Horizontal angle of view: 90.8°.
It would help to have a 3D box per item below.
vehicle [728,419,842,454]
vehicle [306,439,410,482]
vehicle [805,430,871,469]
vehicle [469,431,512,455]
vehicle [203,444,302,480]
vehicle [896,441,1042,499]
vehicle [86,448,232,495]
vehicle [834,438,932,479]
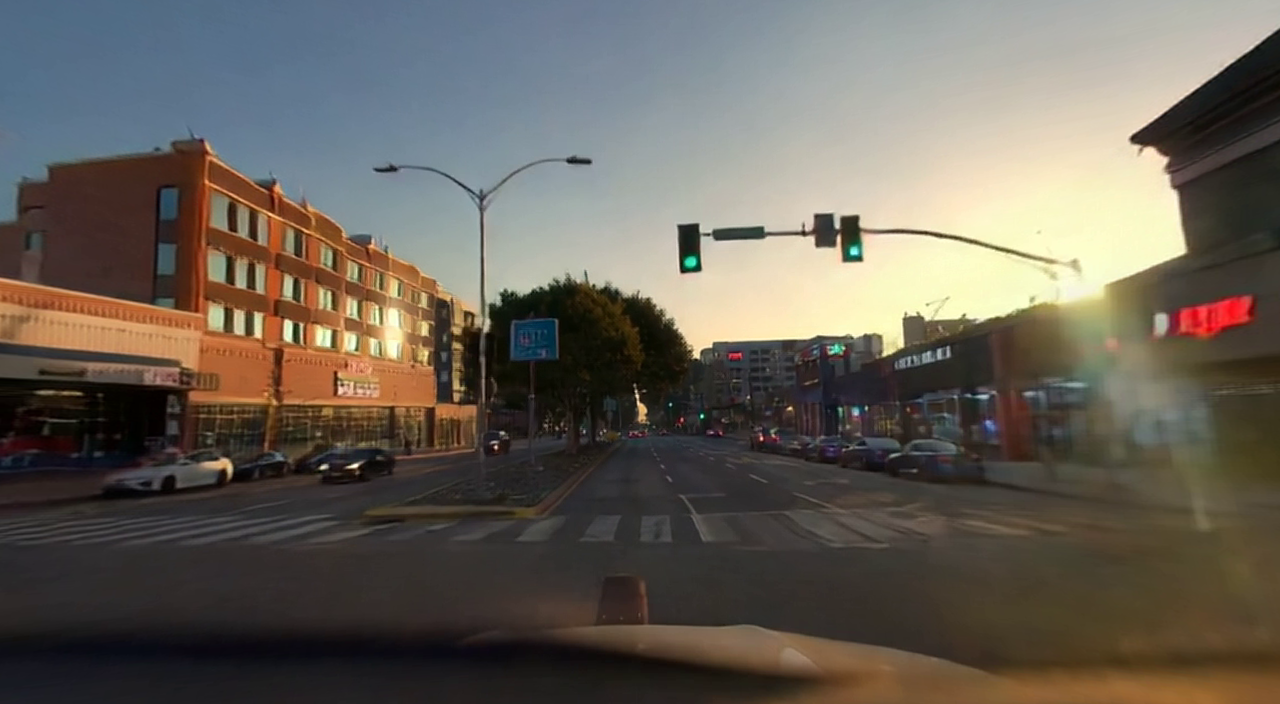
[{"bbox_3d":[9.844,6.007,44.224,6.229,2.004,6.552,-2,-10,-2],"label":"vehicle"},{"bbox_3d":[-10.974,4.235,25.040,1.943,1.501,4.626,0,-8,1],"label":"vehicle"},{"bbox_3d":[9.946,4.888,32.061,1.925,1.808,4.255,0,-8,0],"label":"vehicle"},{"bbox_3d":[-11.024,6.730,46.847,2.027,1.722,4.471,0,-8,1],"label":"vehicle"},{"bbox_3d":[-18.137,5.125,29.836,1.756,1.525,4.355,-1,-8,3],"label":"vehicle"},{"bbox_3d":[9.697,3.473,19.134,1.948,1.483,4.645,0,-8,0],"label":"vehicle"},{"bbox_3d":[-18.075,4.456,24.099,1.858,1.493,4.721,0,-8,0],"label":"vehicle"},{"bbox_3d":[9.770,4.283,25.894,1.913,1.492,4.787,0,-8,-3],"label":"vehicle"}]
